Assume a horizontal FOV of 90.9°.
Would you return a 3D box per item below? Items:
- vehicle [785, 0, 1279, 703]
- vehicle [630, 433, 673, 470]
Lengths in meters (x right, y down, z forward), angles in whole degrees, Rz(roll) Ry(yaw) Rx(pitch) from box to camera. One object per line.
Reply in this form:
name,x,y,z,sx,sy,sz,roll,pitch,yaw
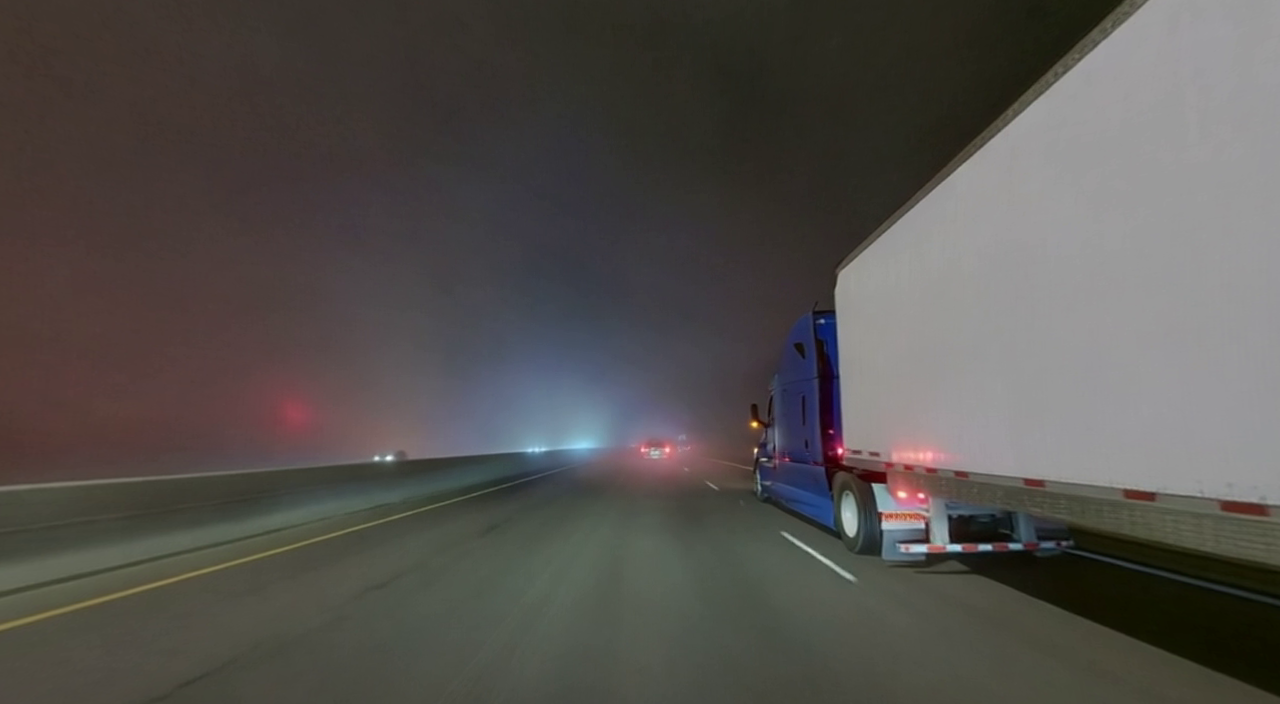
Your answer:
vehicle,4.004,-0.286,3.142,3.019,4.145,16.453,-1,-8,1
vehicle,0.610,5.407,34.512,2.205,1.860,4.301,-1,-8,1
